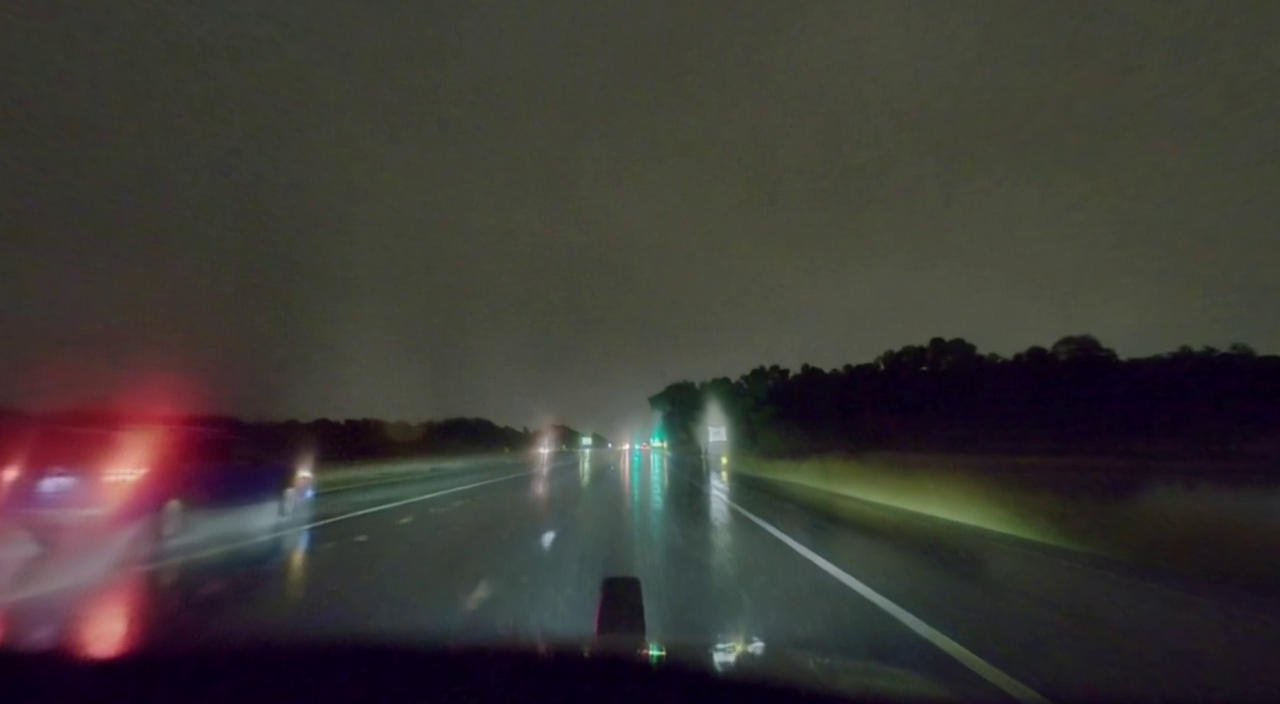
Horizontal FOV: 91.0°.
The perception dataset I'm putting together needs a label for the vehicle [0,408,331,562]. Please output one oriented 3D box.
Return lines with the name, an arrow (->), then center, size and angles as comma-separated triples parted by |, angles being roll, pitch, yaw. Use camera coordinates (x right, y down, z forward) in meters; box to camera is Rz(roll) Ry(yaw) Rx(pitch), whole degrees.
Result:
vehicle -> -6.881, 1.831, 9.403 | 2.109, 1.692, 4.712 | 0, -9, 0
